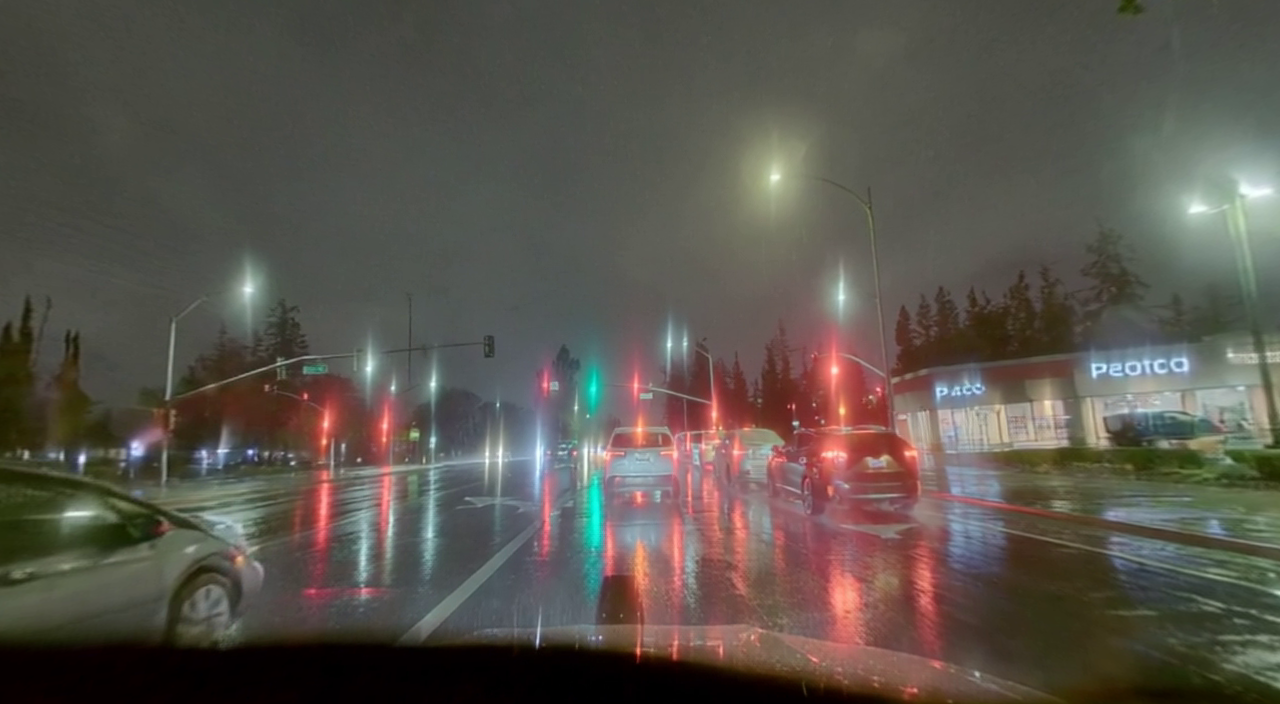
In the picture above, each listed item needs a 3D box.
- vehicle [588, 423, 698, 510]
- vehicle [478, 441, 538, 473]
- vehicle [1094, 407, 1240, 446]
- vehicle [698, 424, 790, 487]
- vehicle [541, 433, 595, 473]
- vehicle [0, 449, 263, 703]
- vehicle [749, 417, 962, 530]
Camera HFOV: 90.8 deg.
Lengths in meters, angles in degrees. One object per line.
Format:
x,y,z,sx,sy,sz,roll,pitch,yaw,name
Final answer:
-0.025,2.537,14.404,2.146,1.685,4.003,0,-9,-2,vehicle
-6.473,5.210,31.507,1.954,1.473,4.350,0,-9,1,vehicle
24.032,3.442,28.948,4.854,1.712,2.017,0,-9,-1,vehicle
3.257,3.382,20.889,2.144,1.802,4.609,0,-9,-1,vehicle
-3.406,4.889,30.808,2.106,1.778,4.444,0,-9,0,vehicle
-3.527,1.005,2.128,1.980,1.321,4.113,0,-9,0,vehicle
3.614,2.150,11.728,2.198,1.660,4.512,0,-9,-2,vehicle
